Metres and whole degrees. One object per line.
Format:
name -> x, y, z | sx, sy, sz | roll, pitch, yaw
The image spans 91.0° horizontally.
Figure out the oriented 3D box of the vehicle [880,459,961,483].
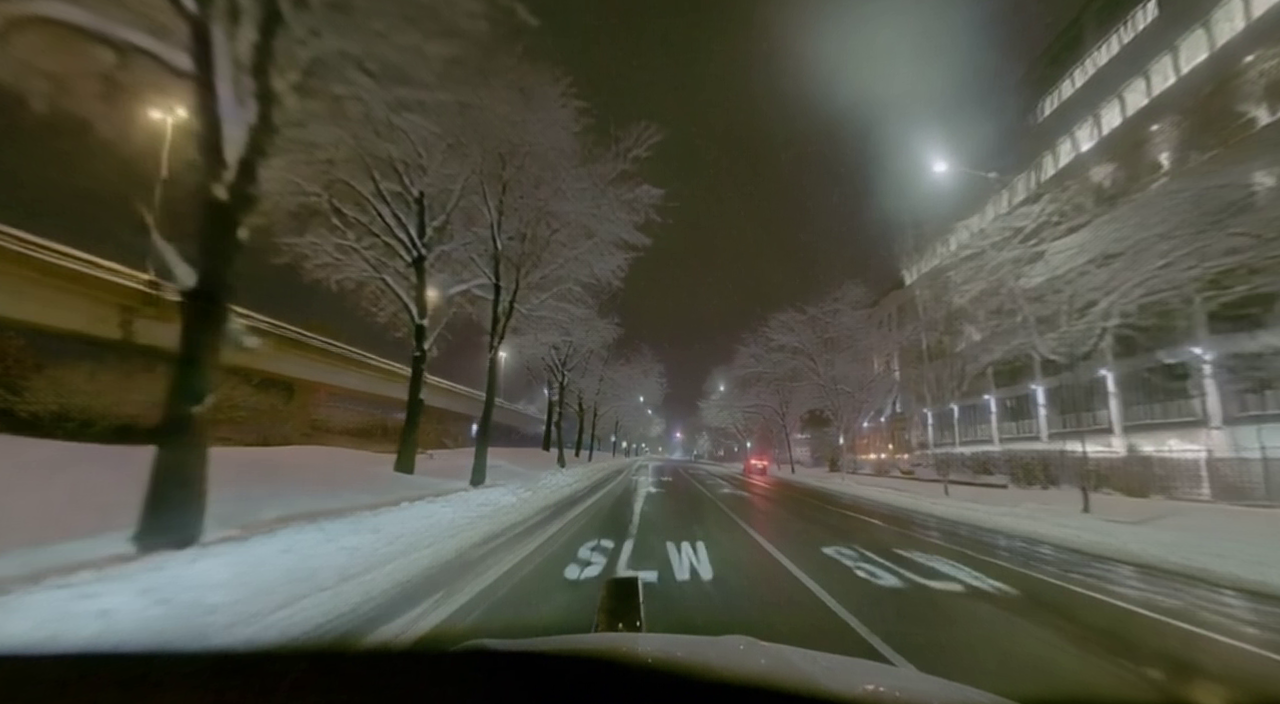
vehicle -> 19.844, 8.428, 44.754 | 4.635, 1.552, 2.334 | 1, -9, 1
